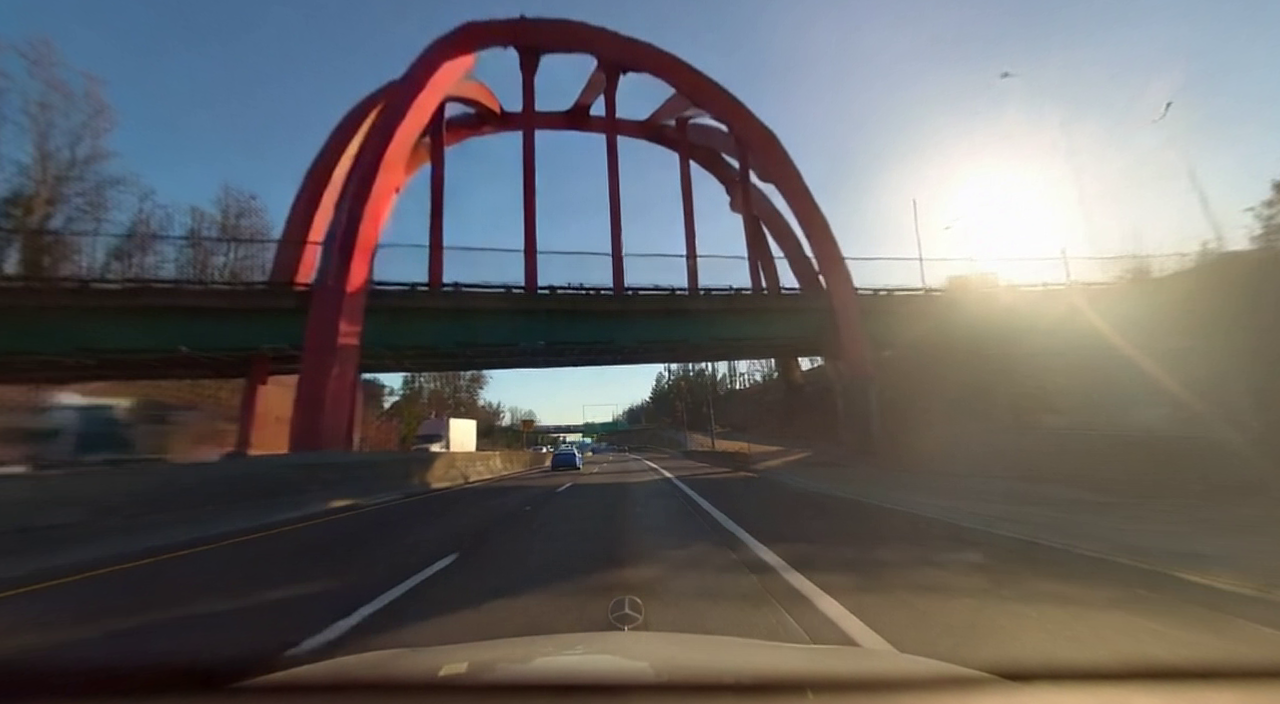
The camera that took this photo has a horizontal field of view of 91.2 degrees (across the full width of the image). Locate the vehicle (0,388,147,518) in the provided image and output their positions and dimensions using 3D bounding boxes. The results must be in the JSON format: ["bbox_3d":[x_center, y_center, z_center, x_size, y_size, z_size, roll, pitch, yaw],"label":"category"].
[{"bbox_3d":[-12.649,1.888,11.670,2.373,2.306,5.492,0,-9,1],"label":"vehicle"}]

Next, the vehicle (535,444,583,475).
[{"bbox_3d":[-4.307,5.761,33.942,2.052,1.556,4.405,0,-9,-1],"label":"vehicle"}]
